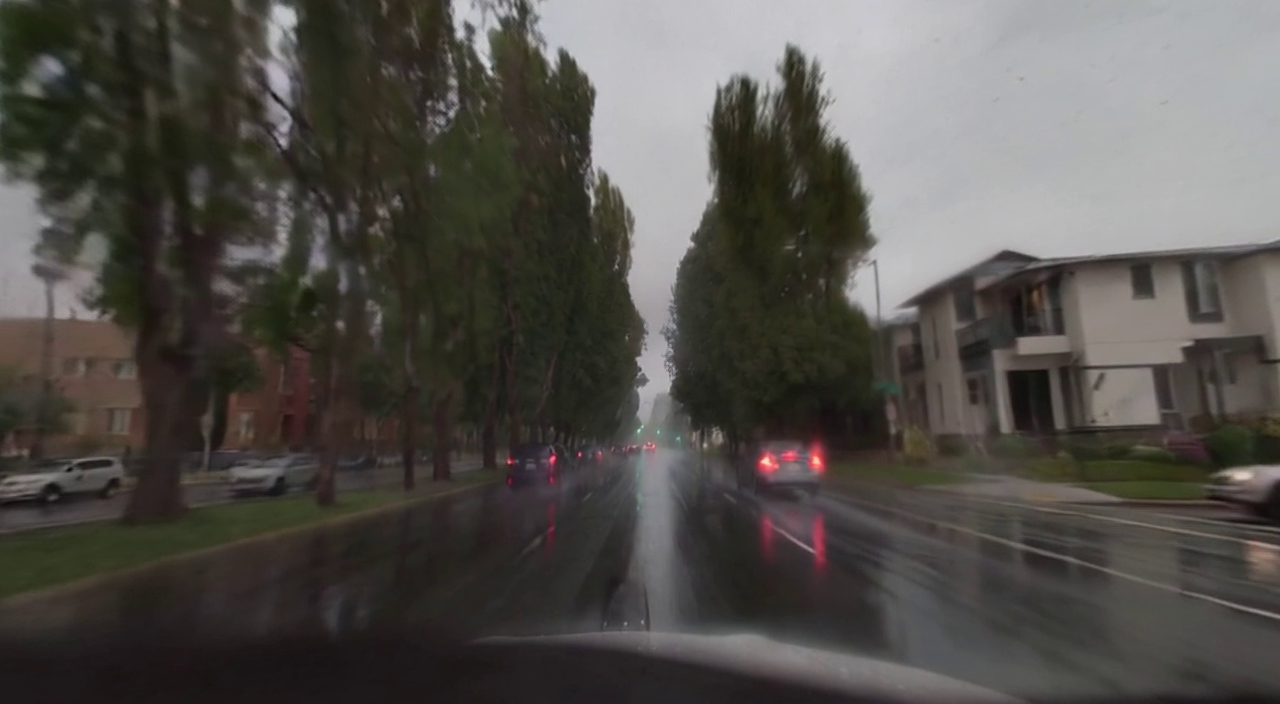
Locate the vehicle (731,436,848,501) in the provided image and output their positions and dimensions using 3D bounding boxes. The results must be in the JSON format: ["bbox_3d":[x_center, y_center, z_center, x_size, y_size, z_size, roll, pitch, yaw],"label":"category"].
[{"bbox_3d":[3.804,3.050,16.944,2.010,1.486,4.498,0,-8,0],"label":"vehicle"}]

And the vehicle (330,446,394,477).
[{"bbox_3d":[-18.586,7.314,42.404,2.032,1.989,4.727,0,-8,1],"label":"vehicle"}]

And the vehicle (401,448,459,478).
[{"bbox_3d":[-11.820,6.251,35.784,1.817,1.547,4.220,0,-8,0],"label":"vehicle"}]

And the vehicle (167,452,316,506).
[{"bbox_3d":[-12.563,4.003,20.302,1.871,1.478,4.489,0,-8,0],"label":"vehicle"}]

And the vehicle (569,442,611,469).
[{"bbox_3d":[-2.912,6.164,37.785,1.988,1.497,4.404,0,-8,2],"label":"vehicle"}]

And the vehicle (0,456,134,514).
[{"bbox_3d":[-22.431,4.968,24.138,2.073,1.878,4.912,0,-8,-2],"label":"vehicle"}]

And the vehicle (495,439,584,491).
[{"bbox_3d":[-3.118,3.596,20.476,2.053,1.480,4.381,0,-8,2],"label":"vehicle"}]
